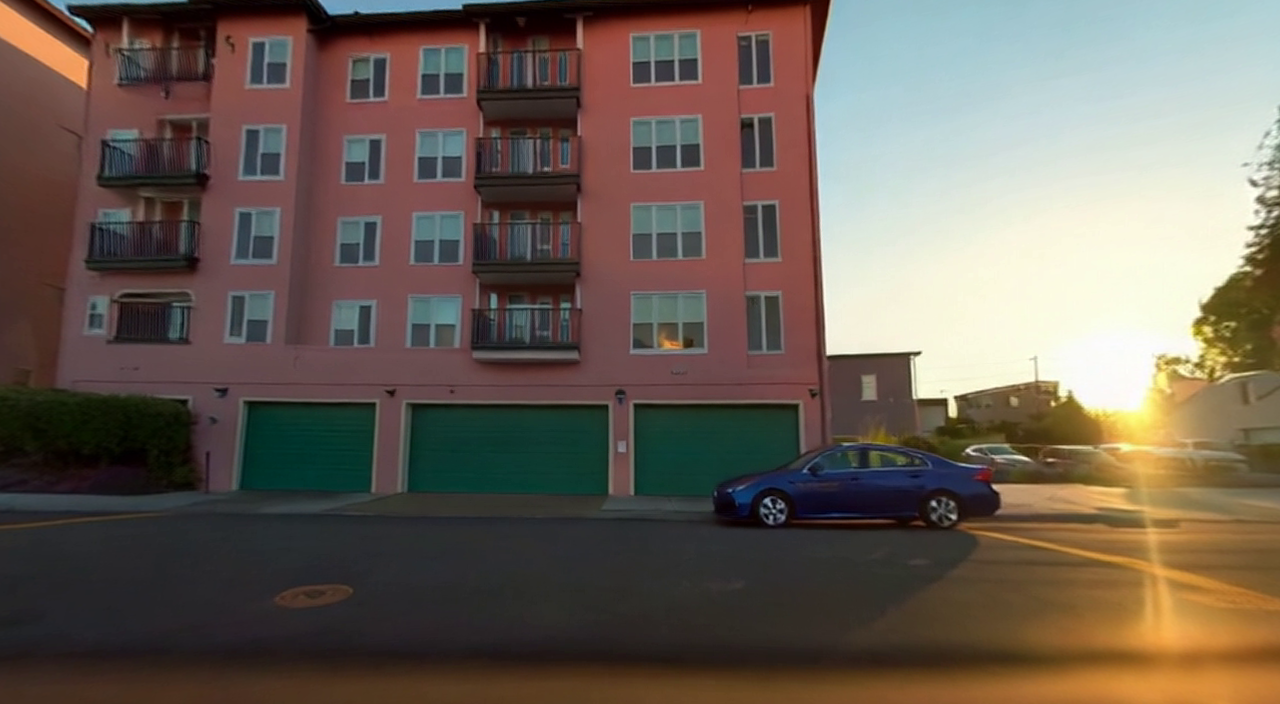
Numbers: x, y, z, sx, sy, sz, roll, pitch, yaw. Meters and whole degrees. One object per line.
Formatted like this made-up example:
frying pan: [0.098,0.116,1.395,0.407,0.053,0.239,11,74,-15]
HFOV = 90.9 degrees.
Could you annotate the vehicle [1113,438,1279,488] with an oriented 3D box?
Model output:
vehicle: [17.650,3.443,19.757,3.905,1.475,2.057,-1,-8,5]

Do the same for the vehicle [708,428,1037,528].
vehicle: [3.518,2.002,10.369,4.697,1.444,1.825,-1,-8,5]
